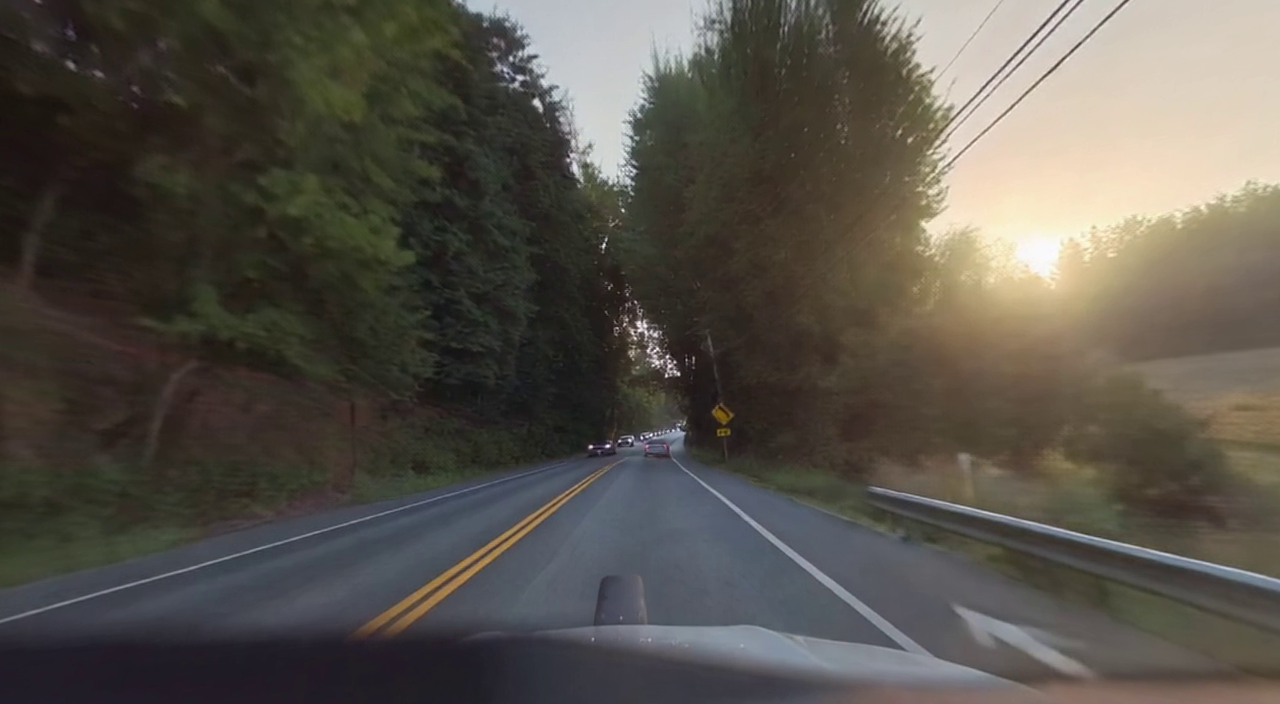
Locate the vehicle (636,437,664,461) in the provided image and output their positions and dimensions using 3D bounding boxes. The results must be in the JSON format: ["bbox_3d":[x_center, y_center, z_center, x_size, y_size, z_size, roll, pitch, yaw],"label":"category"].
[{"bbox_3d":[0.823,7.619,49.688,2.083,1.767,4.448,0,-9,2],"label":"vehicle"}]
